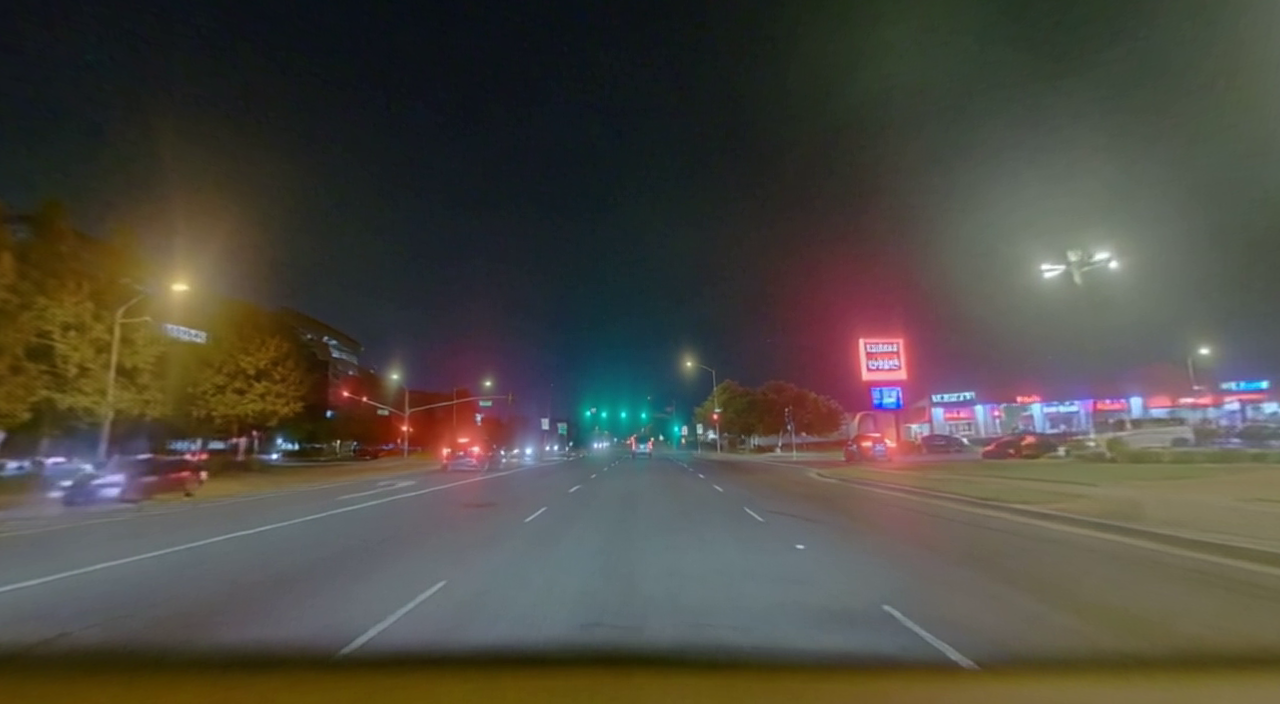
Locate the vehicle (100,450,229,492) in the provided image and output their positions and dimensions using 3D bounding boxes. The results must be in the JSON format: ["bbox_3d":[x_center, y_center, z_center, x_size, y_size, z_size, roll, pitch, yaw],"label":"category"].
[{"bbox_3d":[-20.055,5.003,26.899,1.942,1.483,4.597,-1,-8,0],"label":"vehicle"}]

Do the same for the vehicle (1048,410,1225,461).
[{"bbox_3d":[17.393,2.943,22.261,4.498,1.671,1.887,-1,-8,3],"label":"vehicle"}]

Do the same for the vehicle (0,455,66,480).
[{"bbox_3d":[-39.327,7.227,39.623,4.461,1.443,1.901,0,-8,-1],"label":"vehicle"}]

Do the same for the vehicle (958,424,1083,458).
[{"bbox_3d":[16.872,3.971,28.137,1.796,1.351,4.358,5,-10,-36],"label":"vehicle"}]

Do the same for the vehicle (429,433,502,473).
[{"bbox_3d":[-7.858,4.573,28.965,2.231,1.650,5.052,0,-8,-4],"label":"vehicle"}]
